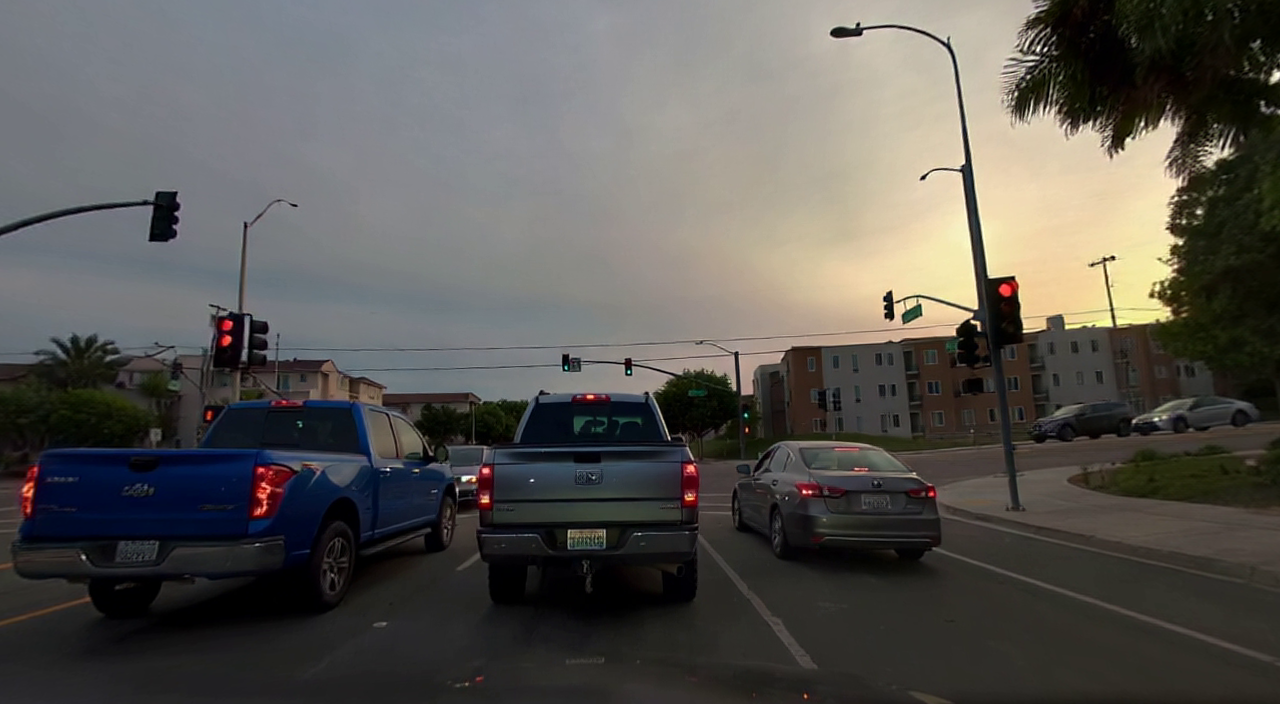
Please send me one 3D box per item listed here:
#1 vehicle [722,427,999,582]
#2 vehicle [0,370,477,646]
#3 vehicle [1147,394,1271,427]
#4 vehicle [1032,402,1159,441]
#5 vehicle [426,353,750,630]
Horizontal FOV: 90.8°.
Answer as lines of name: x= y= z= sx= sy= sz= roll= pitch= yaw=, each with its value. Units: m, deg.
vehicle: x=2.421 y=1.803 z=8.332 sx=2.016 sy=1.481 sz=4.336 roll=0 pitch=-9 yaw=-1
vehicle: x=-3.458 y=1.414 z=6.850 sx=2.146 sy=1.828 sz=5.148 roll=0 pitch=-9 yaw=-2
vehicle: x=29.340 y=3.043 z=32.662 sx=4.540 sy=1.543 sz=1.803 roll=0 pitch=-9 yaw=1
vehicle: x=23.302 y=3.592 z=32.472 sx=4.721 sy=1.866 sz=2.188 roll=0 pitch=-9 yaw=2
vehicle: x=-0.389 y=1.309 z=6.771 sx=2.282 sy=1.964 sz=4.421 roll=0 pitch=-9 yaw=-1
